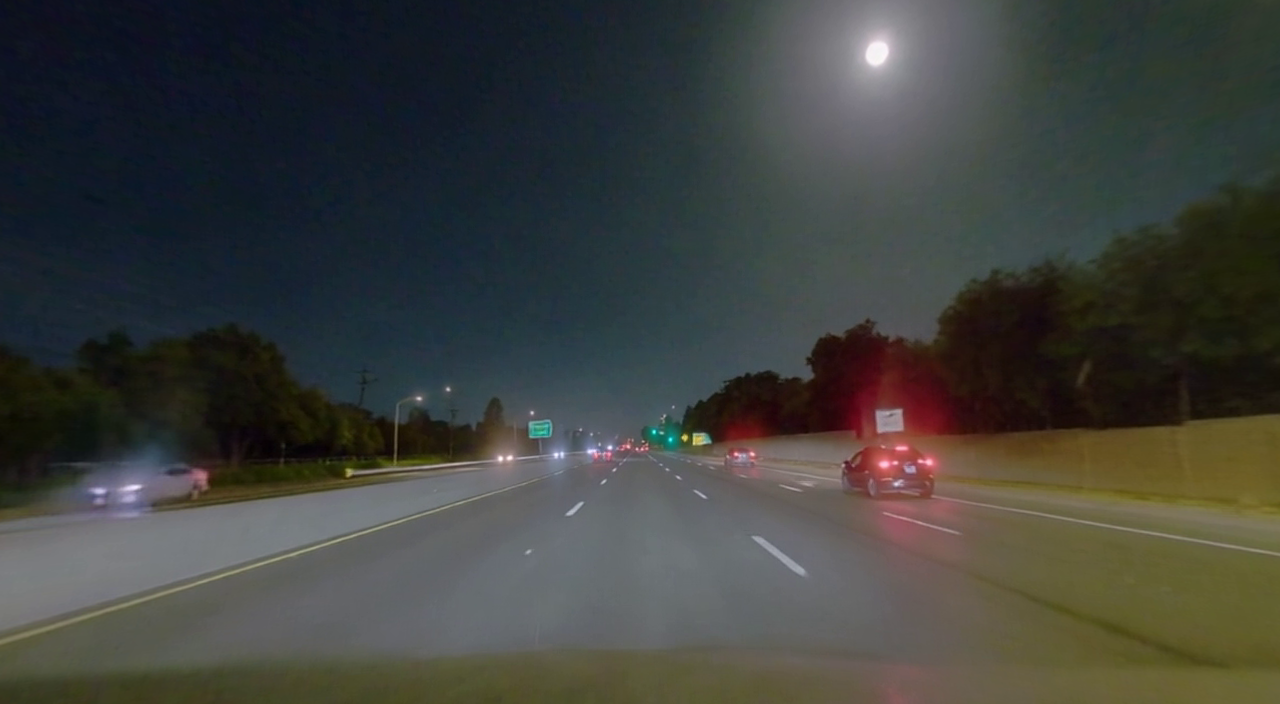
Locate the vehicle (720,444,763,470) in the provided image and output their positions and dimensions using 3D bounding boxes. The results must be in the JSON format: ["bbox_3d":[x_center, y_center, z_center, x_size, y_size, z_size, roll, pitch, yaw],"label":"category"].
[{"bbox_3d":[6.576,6.849,41.493,1.987,1.597,4.463,0,-8,-2],"label":"vehicle"}]

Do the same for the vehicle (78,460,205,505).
[{"bbox_3d":[-19.716,5.159,25.257,1.797,1.528,3.941,0,-8,1],"label":"vehicle"}]

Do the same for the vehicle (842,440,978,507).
[{"bbox_3d":[6.806,3.061,16.386,1.838,1.518,3.713,0,-8,-1],"label":"vehicle"}]
